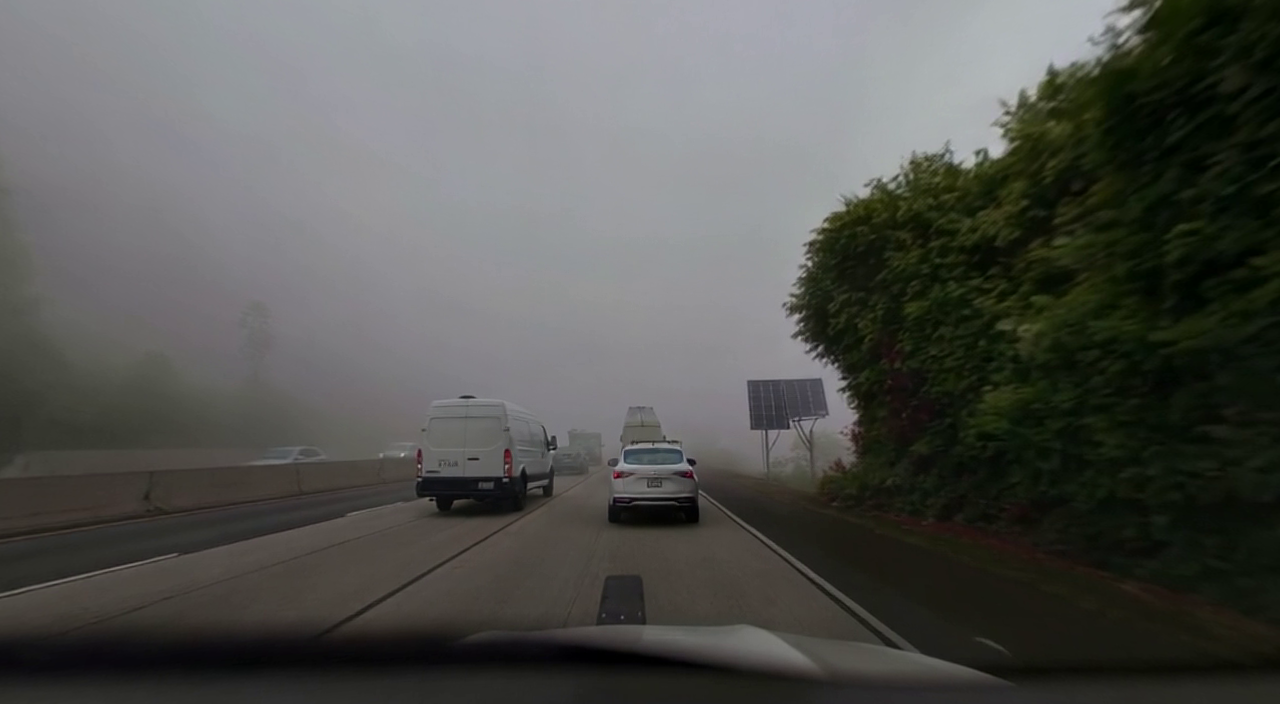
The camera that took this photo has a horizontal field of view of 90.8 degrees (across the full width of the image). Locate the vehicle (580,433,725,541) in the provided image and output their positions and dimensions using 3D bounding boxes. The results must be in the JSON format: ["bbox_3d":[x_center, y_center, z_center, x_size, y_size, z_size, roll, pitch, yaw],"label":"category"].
[{"bbox_3d":[0.161,2.197,10.805,2.063,1.507,3.488,0,-9,0],"label":"vehicle"}]

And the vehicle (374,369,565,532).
[{"bbox_3d":[-3.279,2.170,14.103,2.289,2.757,6.726,0,-9,1],"label":"vehicle"}]

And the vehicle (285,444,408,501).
[{"bbox_3d":[-8.498,3.494,18.660,1.876,1.482,3.539,0,-9,0],"label":"vehicle"}]
